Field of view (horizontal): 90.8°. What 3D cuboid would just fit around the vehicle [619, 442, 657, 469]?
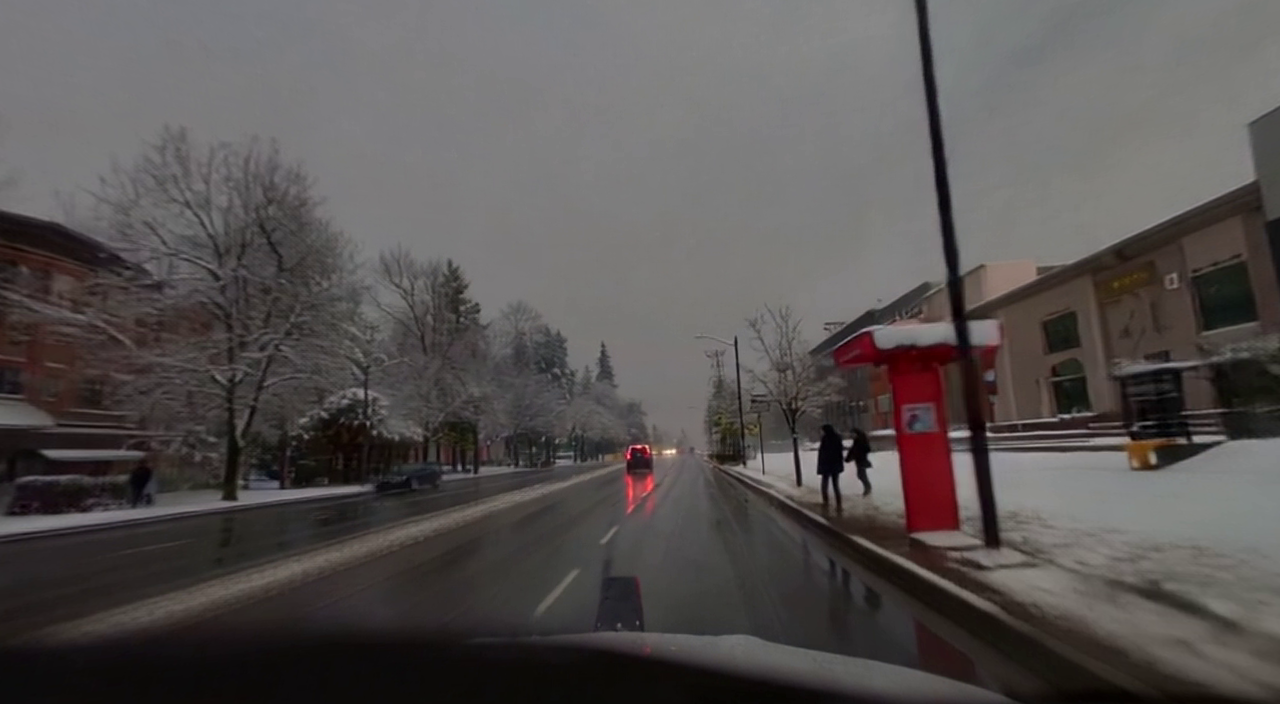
[{"bbox_3d":[-0.077,6.996,42.795,2.101,1.721,4.364,-1,-9,5],"label":"vehicle"}]
